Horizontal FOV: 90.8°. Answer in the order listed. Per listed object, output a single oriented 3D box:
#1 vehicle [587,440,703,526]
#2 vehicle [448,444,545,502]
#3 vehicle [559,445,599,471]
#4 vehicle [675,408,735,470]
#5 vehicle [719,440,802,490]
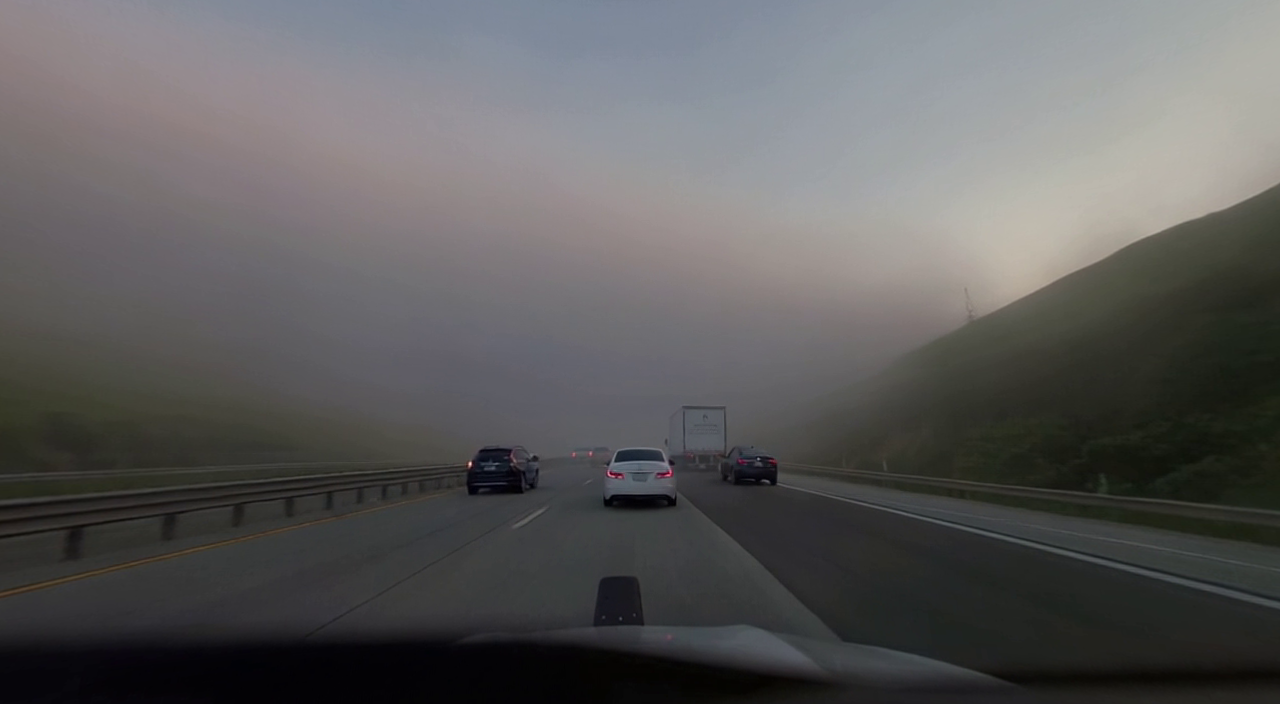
[{"bbox_3d":[0.099,2.606,13.007,2.041,1.484,3.535,0,-9,0],"label":"vehicle"},{"bbox_3d":[-4.058,3.483,18.450,1.848,1.486,3.832,0,-9,1],"label":"vehicle"},{"bbox_3d":[-4.037,7.144,42.607,2.211,1.669,4.224,0,-9,1],"label":"vehicle"},{"bbox_3d":[4.752,7.027,49.803,3.194,4.038,16.301,0,-9,1],"label":"vehicle"},{"bbox_3d":[4.142,3.986,22.473,2.029,1.579,4.484,0,-9,-1],"label":"vehicle"}]
